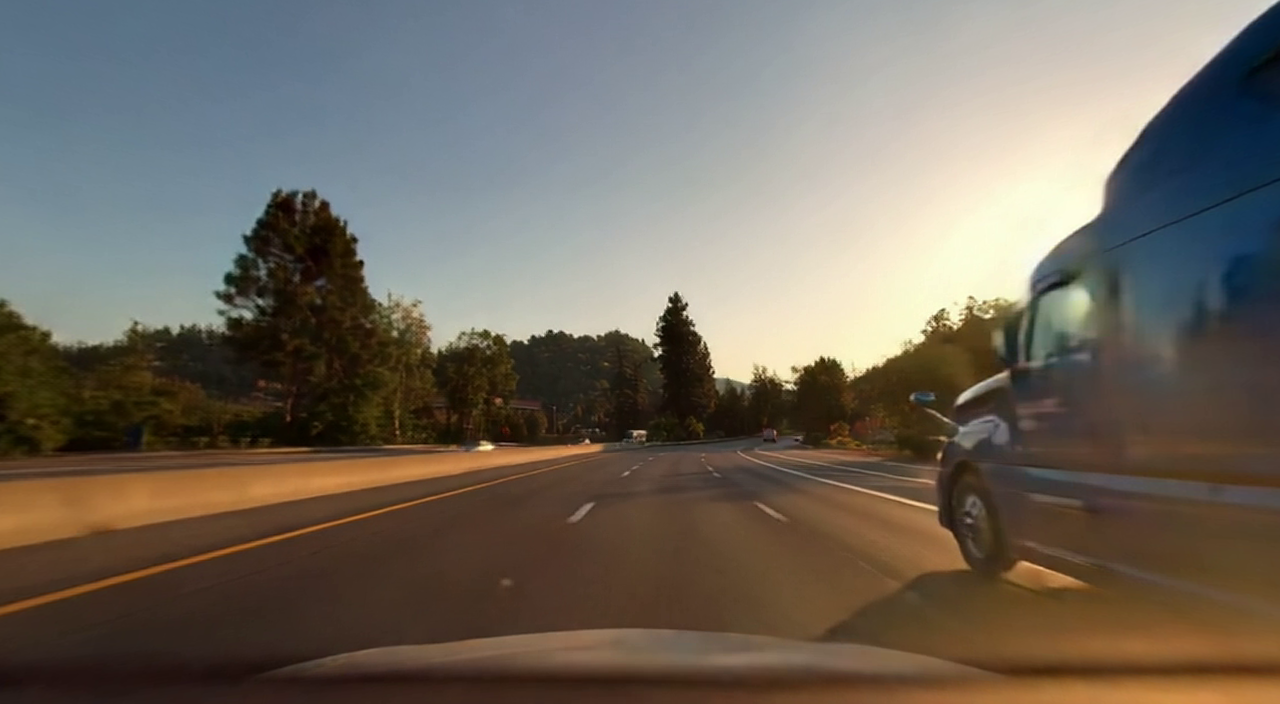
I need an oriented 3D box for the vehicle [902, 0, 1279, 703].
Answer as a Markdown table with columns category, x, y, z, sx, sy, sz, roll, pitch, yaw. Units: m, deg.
| category | x | y | z | sx | sy | sz | roll | pitch | yaw |
| --- | --- | --- | --- | --- | --- | --- | --- | --- | --- |
| vehicle | 4.493 | -0.245 | 2.731 | 2.997 | 3.915 | 8.330 | 0 | -8 | 0 |
